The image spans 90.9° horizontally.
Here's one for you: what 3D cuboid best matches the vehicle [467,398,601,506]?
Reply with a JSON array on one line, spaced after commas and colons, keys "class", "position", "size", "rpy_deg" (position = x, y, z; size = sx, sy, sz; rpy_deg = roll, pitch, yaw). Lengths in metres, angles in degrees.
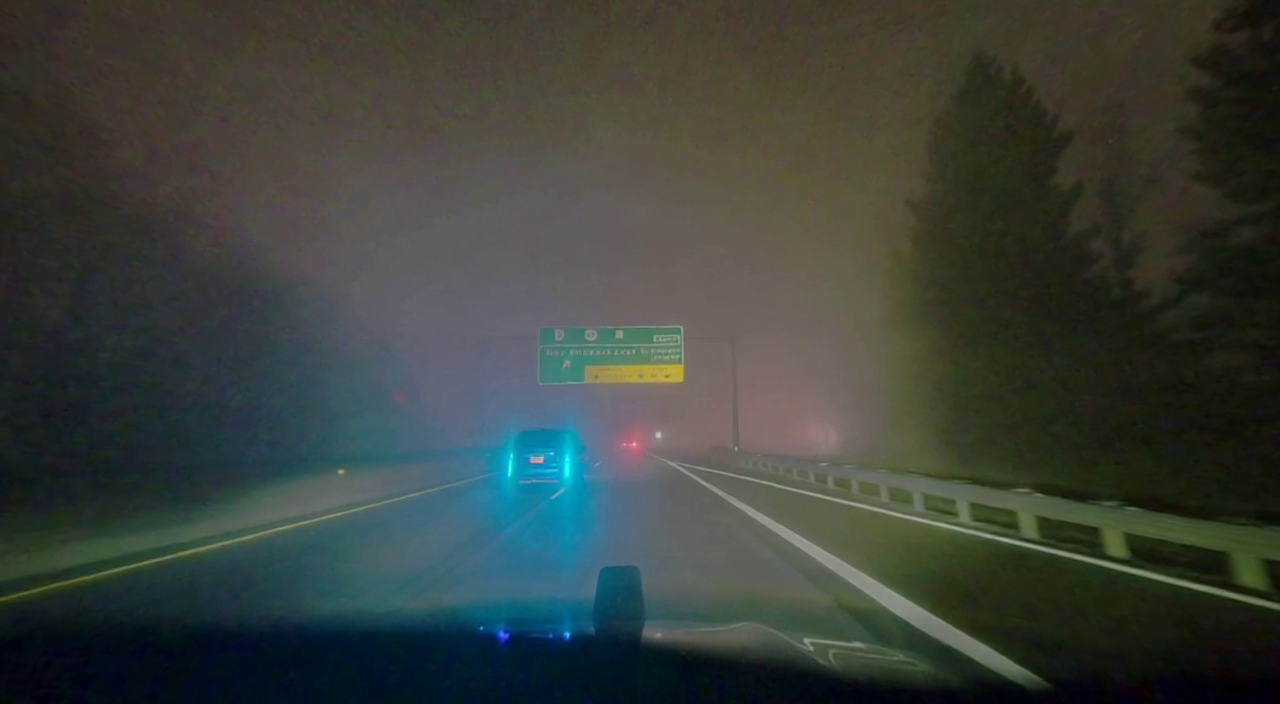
[{"class": "vehicle", "position": [-2.291, 2.364, 15.247], "size": [2.248, 2.154, 4.892], "rpy_deg": [0, -8, 2]}]
